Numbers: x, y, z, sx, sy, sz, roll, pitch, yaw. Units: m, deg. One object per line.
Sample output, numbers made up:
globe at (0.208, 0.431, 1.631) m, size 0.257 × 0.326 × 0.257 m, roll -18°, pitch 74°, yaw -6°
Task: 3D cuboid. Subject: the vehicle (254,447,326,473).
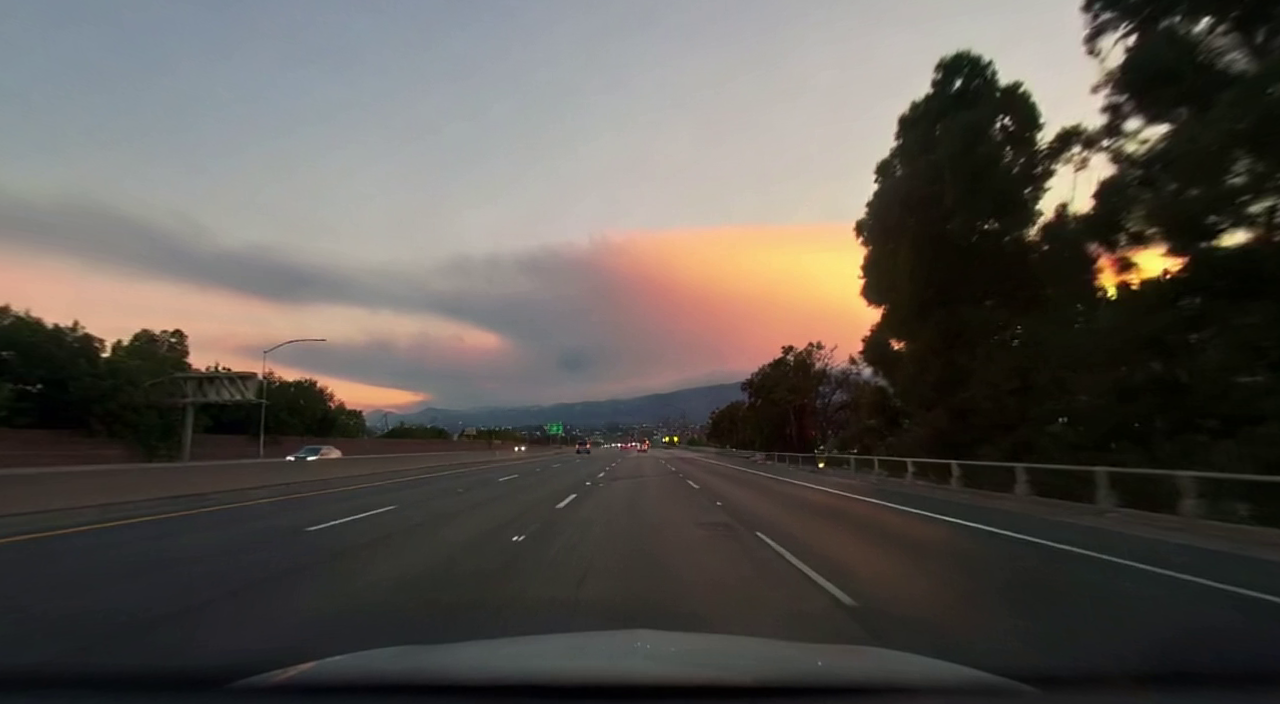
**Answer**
vehicle at (-24.416, 7.555, 44.291) m, size 2.088 × 1.678 × 5.014 m, roll 0°, pitch -8°, yaw 1°
